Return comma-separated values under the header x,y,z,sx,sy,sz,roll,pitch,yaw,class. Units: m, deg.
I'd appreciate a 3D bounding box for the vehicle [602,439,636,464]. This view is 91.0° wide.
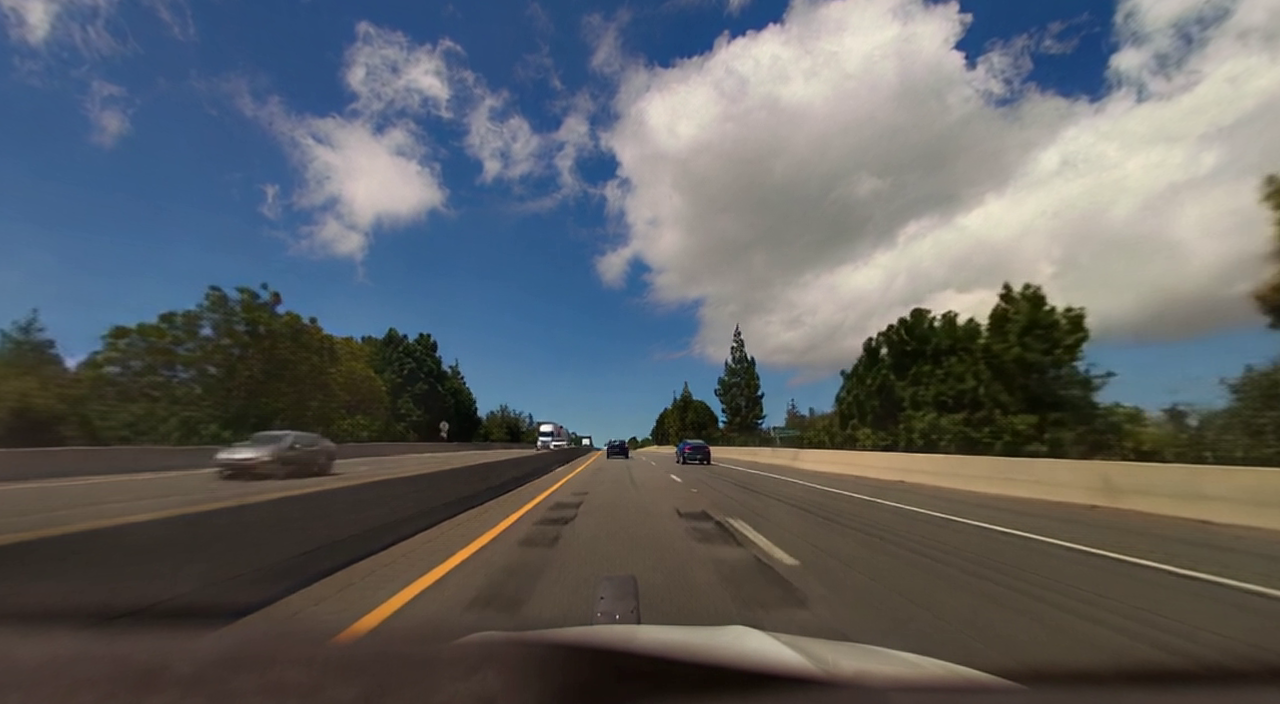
x,y,z,sx,sy,sz,roll,pitch,yaw,class
-1.412,6.611,41.963,2.178,1.559,4.254,0,-8,-3,vehicle

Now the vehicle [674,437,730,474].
x,y,z,sx,sy,sz,roll,pitch,yaw,class
2.744,4.697,28.908,2.146,1.546,3.796,-1,-8,0,vehicle

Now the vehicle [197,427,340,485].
x,y,z,sx,sy,sz,roll,pitch,yaw,class
-10.680,3.012,18.448,1.872,1.499,3.792,-1,-8,0,vehicle
